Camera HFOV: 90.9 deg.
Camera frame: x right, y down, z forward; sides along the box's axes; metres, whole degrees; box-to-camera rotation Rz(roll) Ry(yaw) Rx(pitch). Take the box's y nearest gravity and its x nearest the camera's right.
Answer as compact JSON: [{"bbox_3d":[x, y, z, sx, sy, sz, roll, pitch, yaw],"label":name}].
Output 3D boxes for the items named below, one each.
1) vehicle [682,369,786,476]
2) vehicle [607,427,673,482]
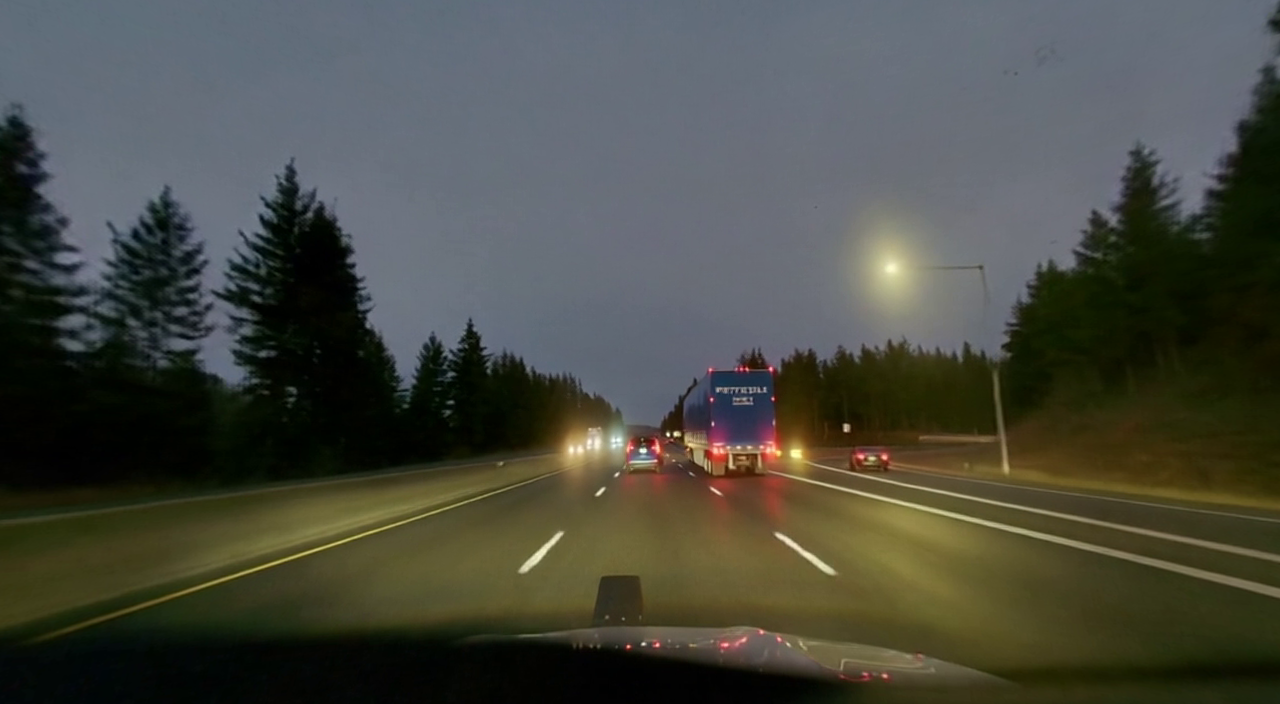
[{"bbox_3d":[4.181,3.955,32.834,2.899,4.160,16.621,0,-9,0],"label":"vehicle"},{"bbox_3d":[-0.014,3.812,23.661,2.222,1.848,4.610,0,-8,0],"label":"vehicle"}]
